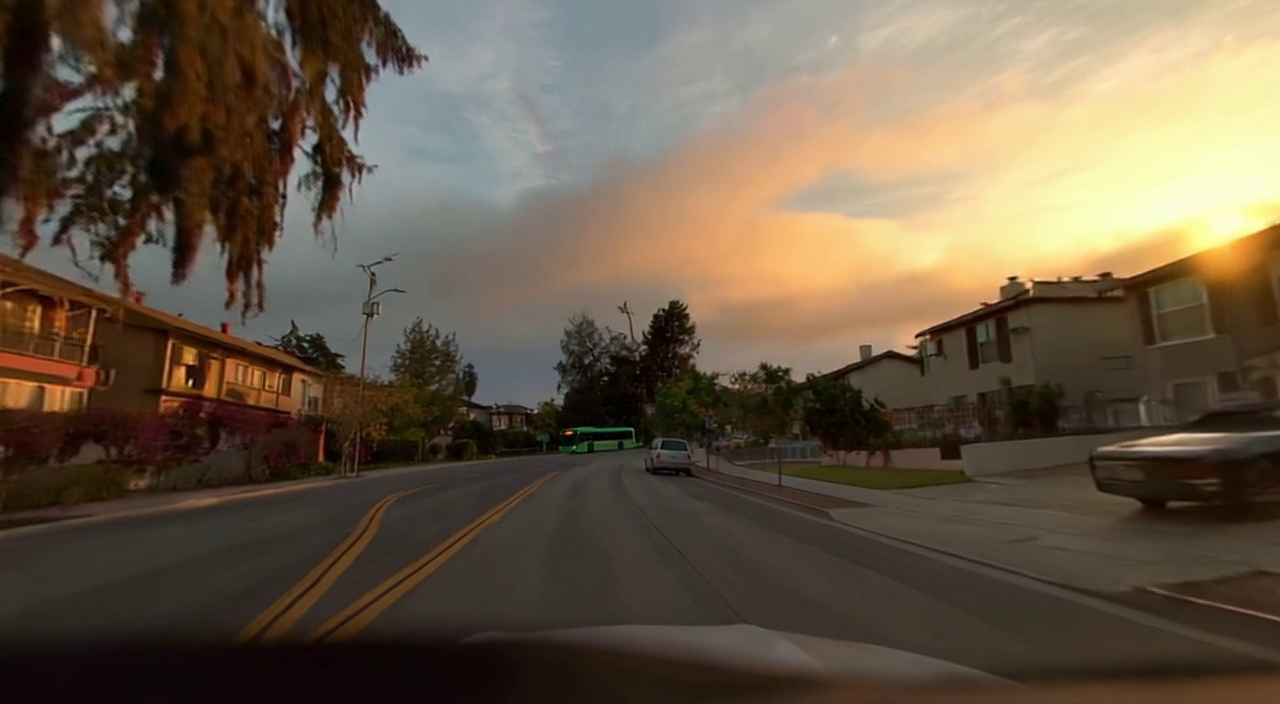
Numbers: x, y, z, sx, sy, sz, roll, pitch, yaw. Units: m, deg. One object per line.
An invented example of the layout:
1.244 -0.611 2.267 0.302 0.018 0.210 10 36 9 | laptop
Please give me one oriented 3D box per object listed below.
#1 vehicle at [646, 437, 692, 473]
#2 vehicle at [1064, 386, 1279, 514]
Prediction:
1.307 4.922 30.458 1.984 1.601 3.994 0 -9 -1 | vehicle
8.349 1.298 8.452 4.047 1.486 1.858 1 -9 -4 | vehicle
